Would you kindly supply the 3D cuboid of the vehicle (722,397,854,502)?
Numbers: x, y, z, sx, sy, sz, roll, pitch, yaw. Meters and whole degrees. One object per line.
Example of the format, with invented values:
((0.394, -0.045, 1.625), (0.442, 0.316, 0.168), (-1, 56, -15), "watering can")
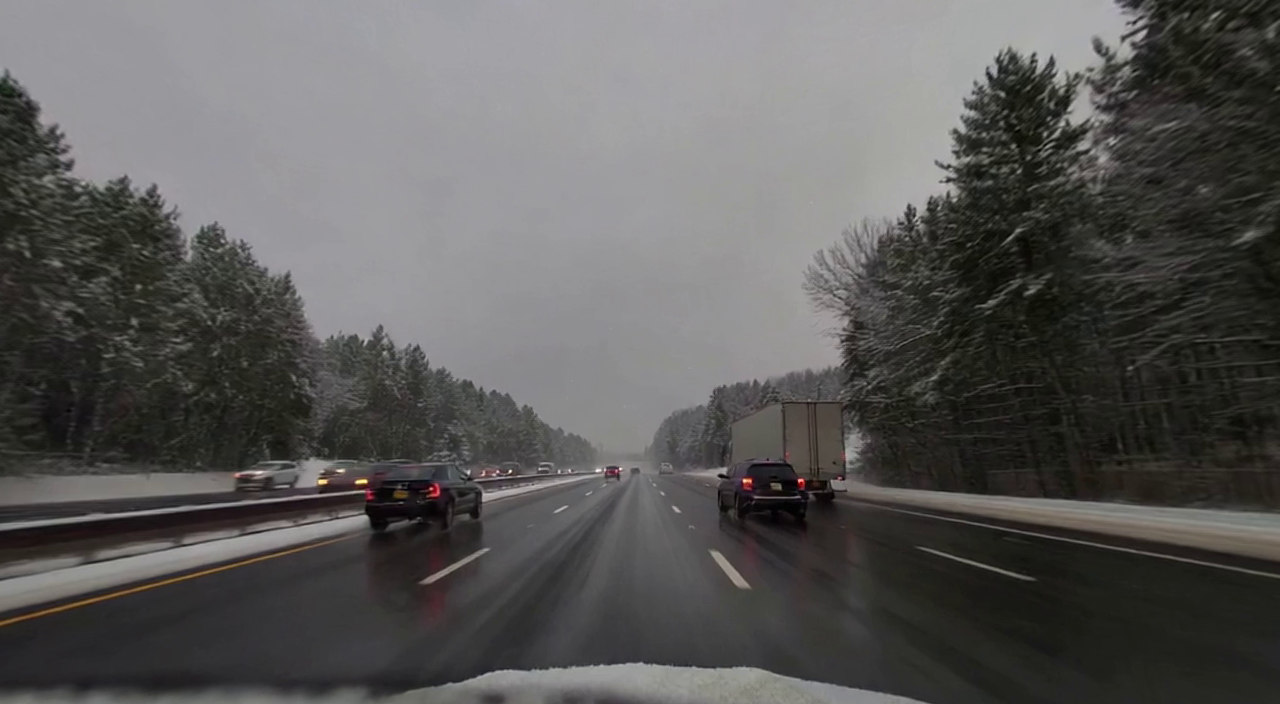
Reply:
((7.031, 5.451, 33.787), (2.883, 4.151, 17.144), (1, -10, 0), "vehicle")

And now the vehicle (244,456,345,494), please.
((-15.500, 5.535, 28.516), (1.944, 1.539, 4.598), (1, -10, 0), "vehicle")

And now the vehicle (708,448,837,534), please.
((2.956, 3.252, 15.161), (2.050, 1.708, 4.457), (1, -10, -1), "vehicle")

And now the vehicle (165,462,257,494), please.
((-23.153, 6.812, 34.099), (1.963, 1.602, 4.151), (1, -10, 0), "vehicle")

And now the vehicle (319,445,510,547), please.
((-3.970, 2.636, 11.983), (2.025, 1.547, 4.150), (1, -10, 1), "vehicle")
